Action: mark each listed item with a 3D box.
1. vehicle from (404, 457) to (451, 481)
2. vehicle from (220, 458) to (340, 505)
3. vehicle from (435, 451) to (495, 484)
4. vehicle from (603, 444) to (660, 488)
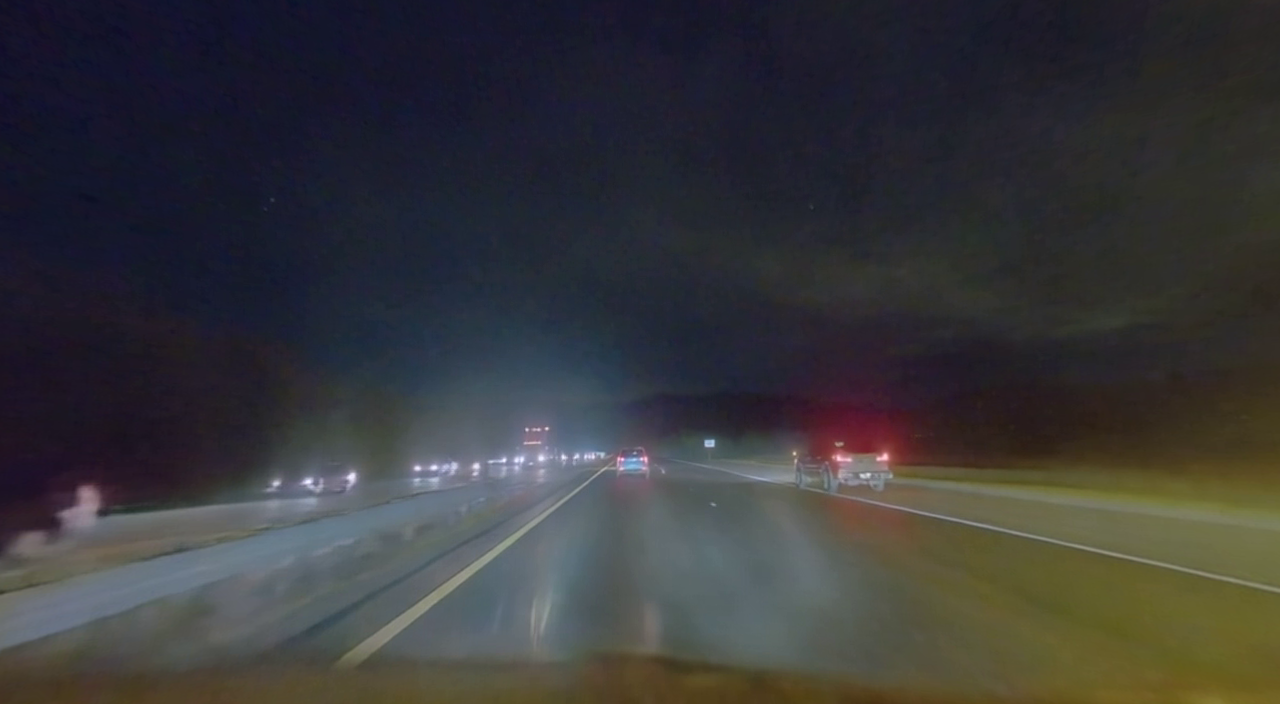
[{"bbox_3d":[-13.763,7.574,40.811,1.822,1.457,3.708,0,-9,-1],"label":"vehicle"},{"bbox_3d":[-13.302,4.788,23.541,1.853,1.500,4.552,0,-9,-1],"label":"vehicle"},{"bbox_3d":[-8.904,5.904,32.277,1.893,1.519,4.127,0,-9,0],"label":"vehicle"},{"bbox_3d":[-0.346,4.314,24.013,1.971,1.518,4.108,0,-9,-1],"label":"vehicle"}]
